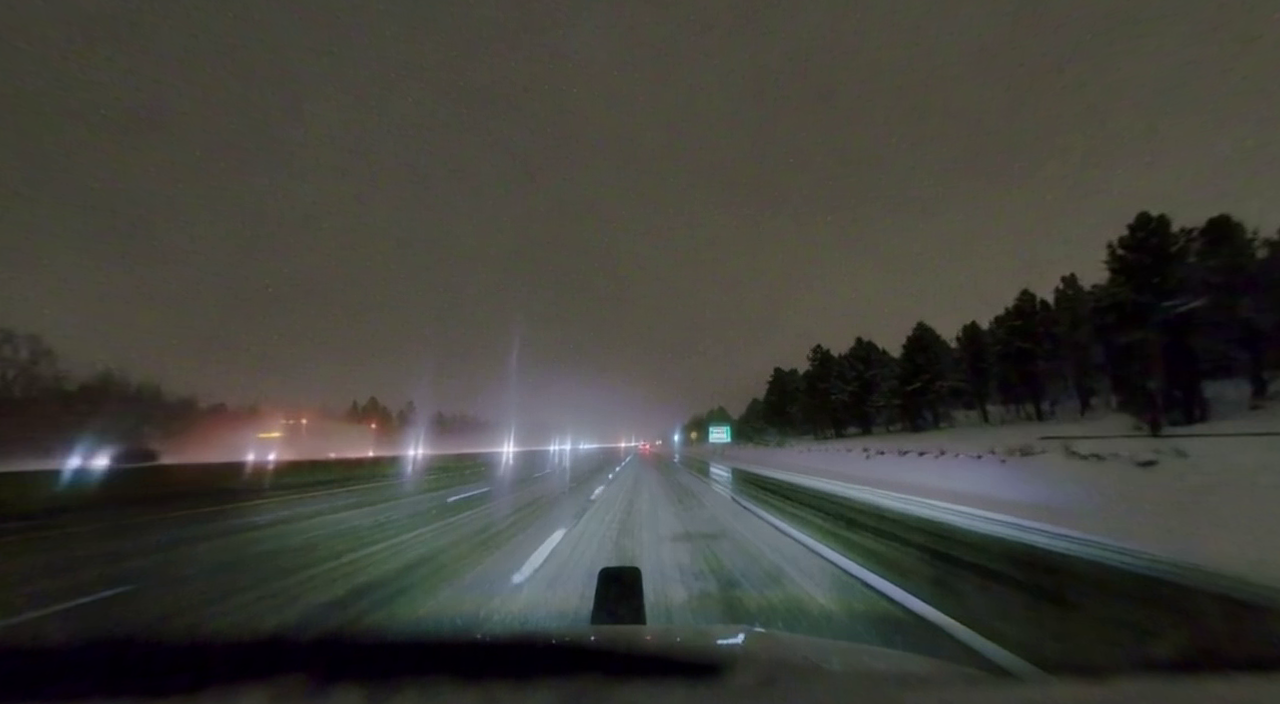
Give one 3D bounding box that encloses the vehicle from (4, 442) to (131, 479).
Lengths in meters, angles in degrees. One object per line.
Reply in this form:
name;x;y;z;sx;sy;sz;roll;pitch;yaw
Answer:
vehicle;-28.071;5.312;31.126;2.006;1.696;4.513;0;-9;0
